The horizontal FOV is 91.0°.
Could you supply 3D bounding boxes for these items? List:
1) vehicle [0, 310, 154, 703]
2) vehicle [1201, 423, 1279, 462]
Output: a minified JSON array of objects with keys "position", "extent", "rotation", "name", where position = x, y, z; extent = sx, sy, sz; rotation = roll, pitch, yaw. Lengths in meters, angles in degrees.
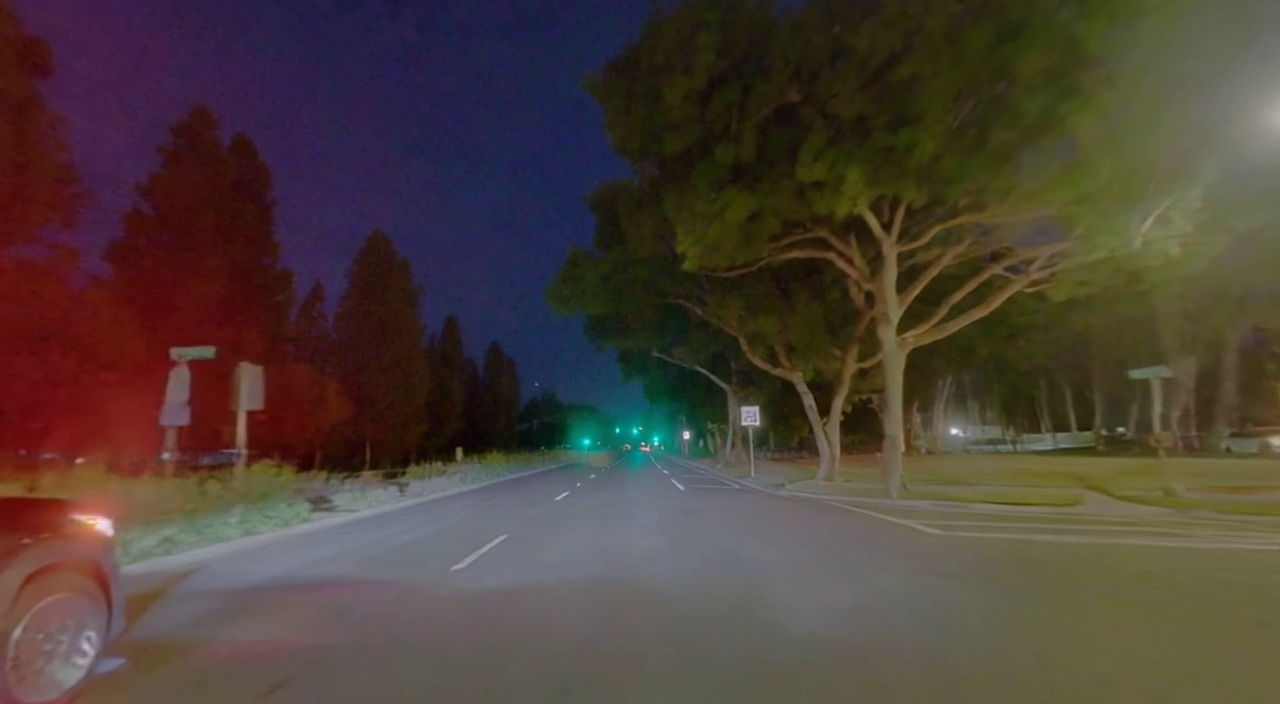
[{"position":[-3.129,0.474,0.209],"extent":[2.141,1.761,4.742],"rotation":[0,-9,-1],"name":"vehicle"},{"position":[29.883,4.359,30.244],"extent":[3.879,1.820,1.862],"rotation":[0,-9,2],"name":"vehicle"}]
